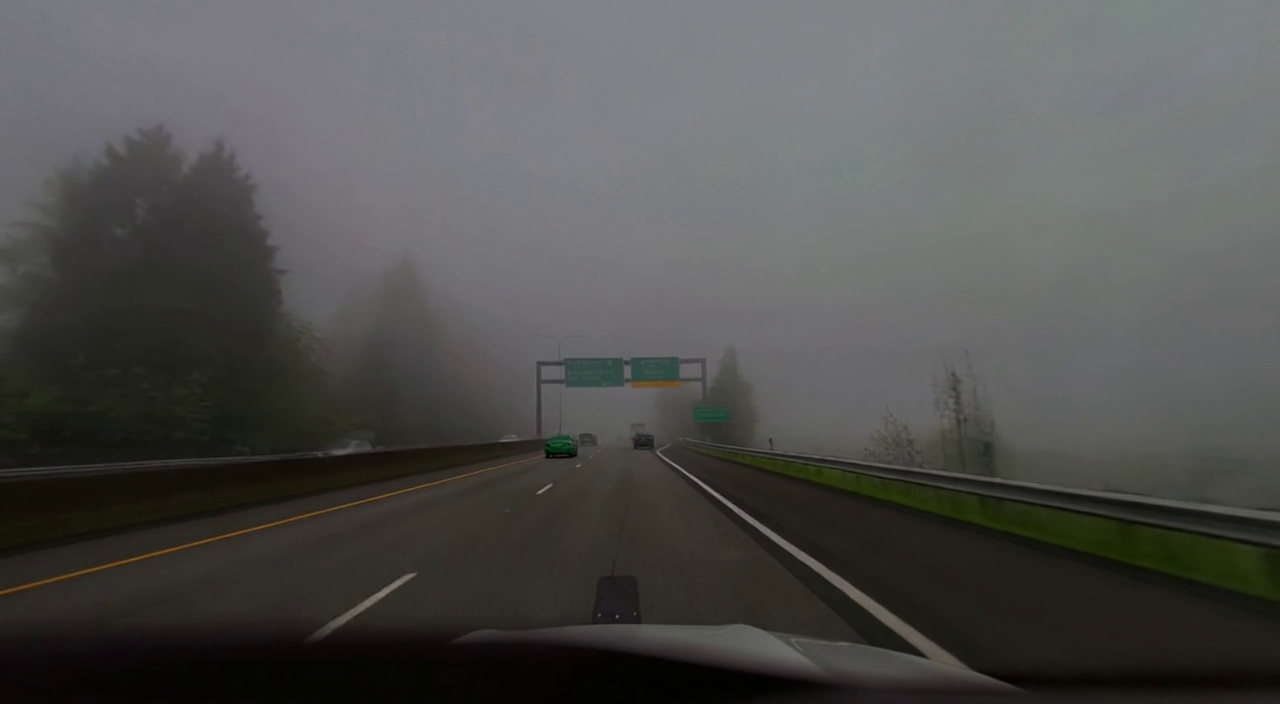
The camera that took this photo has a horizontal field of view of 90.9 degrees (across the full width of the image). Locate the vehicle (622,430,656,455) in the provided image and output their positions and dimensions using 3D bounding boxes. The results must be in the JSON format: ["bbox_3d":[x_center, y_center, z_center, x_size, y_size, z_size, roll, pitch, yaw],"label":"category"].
[{"bbox_3d":[-0.049,6.017,41.883,2.139,1.561,4.060,0,-8,0],"label":"vehicle"}]

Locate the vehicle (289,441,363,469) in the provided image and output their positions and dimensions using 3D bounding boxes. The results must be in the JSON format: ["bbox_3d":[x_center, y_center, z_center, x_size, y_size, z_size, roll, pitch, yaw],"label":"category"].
[{"bbox_3d":[-17.704,5.794,35.828,1.939,1.469,4.527,0,-8,-1],"label":"vehicle"}]

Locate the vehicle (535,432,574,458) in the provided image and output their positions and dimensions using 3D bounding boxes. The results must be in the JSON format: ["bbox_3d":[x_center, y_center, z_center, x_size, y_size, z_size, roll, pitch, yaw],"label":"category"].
[{"bbox_3d":[-5.261,5.729,39.132,1.959,1.514,3.668,0,-8,-1],"label":"vehicle"}]
